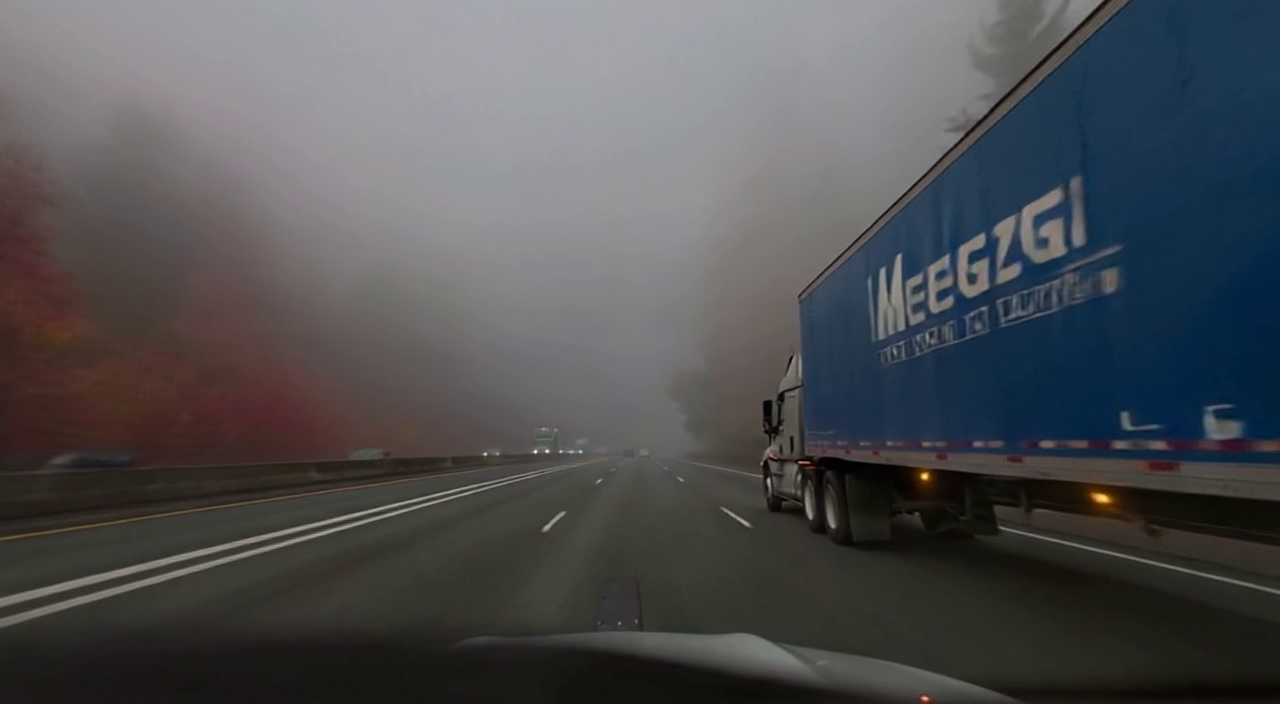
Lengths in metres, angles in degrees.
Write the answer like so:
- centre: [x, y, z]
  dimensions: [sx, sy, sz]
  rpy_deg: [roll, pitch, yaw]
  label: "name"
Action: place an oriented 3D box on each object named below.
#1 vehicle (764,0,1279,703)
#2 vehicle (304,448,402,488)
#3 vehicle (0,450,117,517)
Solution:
- centre: [4.143, 0.051, 4.514]
  dimensions: [3.003, 3.880, 16.814]
  rpy_deg: [0, -9, 0]
  label: "vehicle"
- centre: [-11.857, 4.814, 26.293]
  dimensions: [1.914, 1.511, 4.556]
  rpy_deg: [0, -9, 0]
  label: "vehicle"
- centre: [-15.430, 3.116, 15.036]
  dimensions: [1.881, 1.512, 4.433]
  rpy_deg: [0, -9, 0]
  label: "vehicle"
